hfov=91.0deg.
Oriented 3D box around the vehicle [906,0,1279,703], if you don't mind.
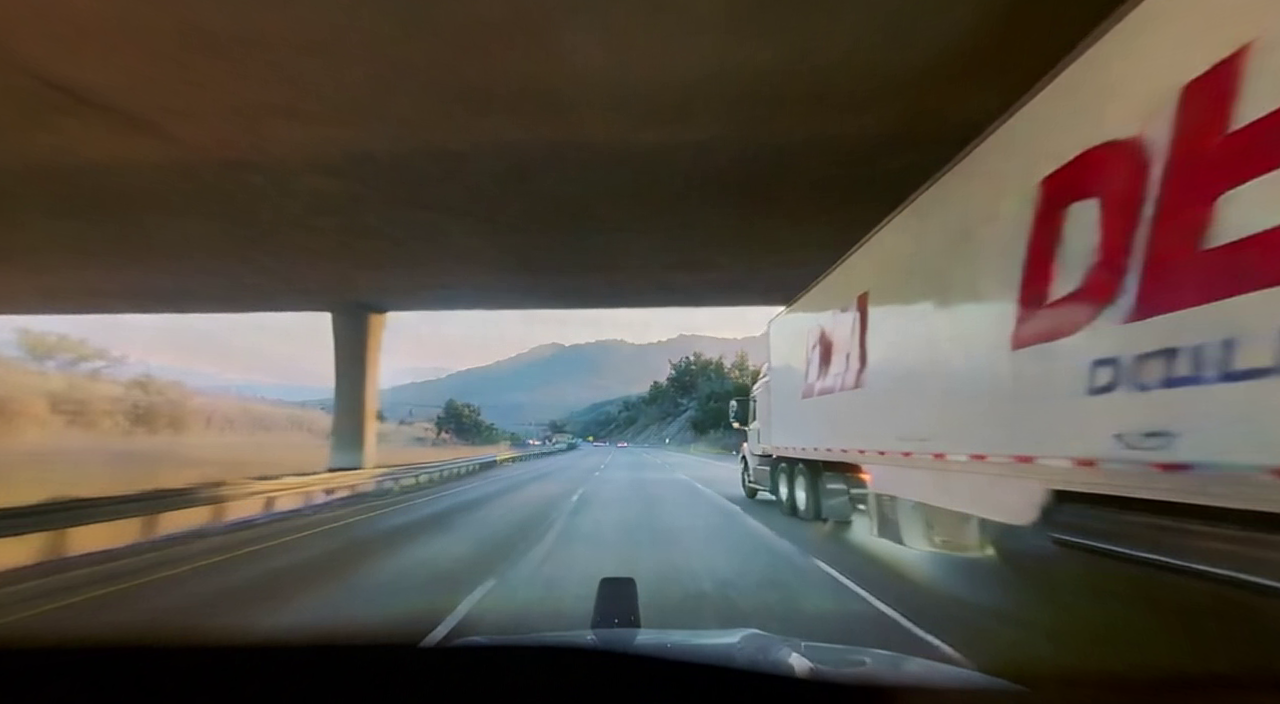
[{"bbox_3d":[4.606,-0.250,2.947,2.880,3.918,8.254,0,-8,-1],"label":"vehicle"}]
